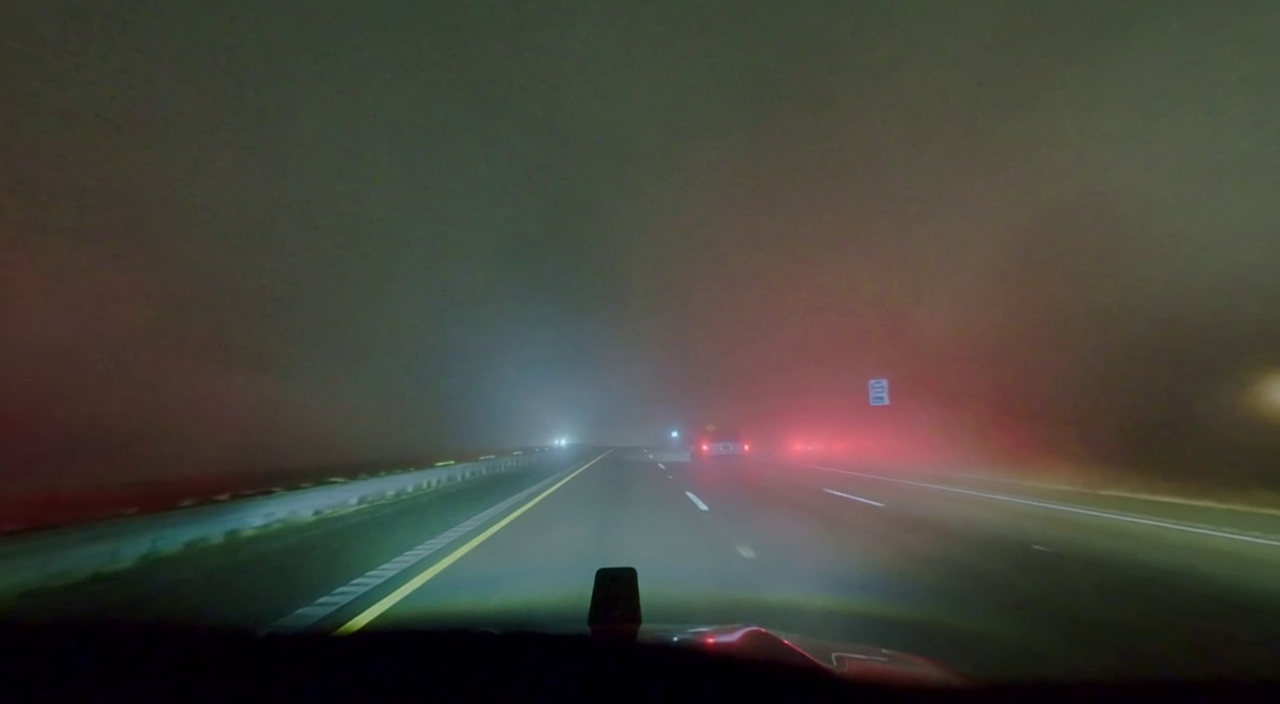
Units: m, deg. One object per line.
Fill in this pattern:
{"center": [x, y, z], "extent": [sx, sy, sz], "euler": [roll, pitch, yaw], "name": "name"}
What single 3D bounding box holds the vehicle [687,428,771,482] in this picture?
{"center": [2.805, 3.365, 20.892], "extent": [2.084, 1.583, 4.420], "euler": [0, -8, -1], "name": "vehicle"}
